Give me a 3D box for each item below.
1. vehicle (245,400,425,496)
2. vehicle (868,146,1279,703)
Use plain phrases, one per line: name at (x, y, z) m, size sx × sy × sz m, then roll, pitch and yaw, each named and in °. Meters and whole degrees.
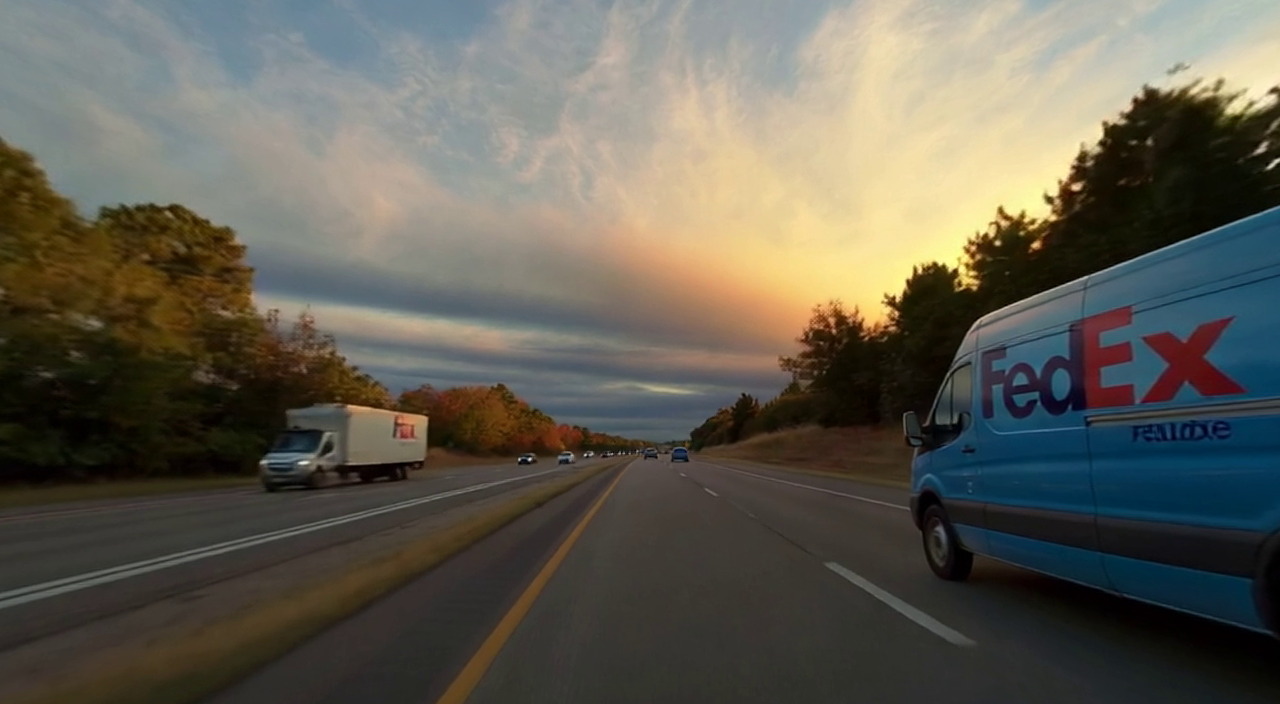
vehicle at (-12.905, 4.299, 28.179) m, size 2.932 × 3.483 × 9.890 m, roll 0°, pitch -9°, yaw 1°
vehicle at (3.906, 0.666, 4.053) m, size 2.522 × 2.556 × 6.180 m, roll 0°, pitch -9°, yaw 0°
